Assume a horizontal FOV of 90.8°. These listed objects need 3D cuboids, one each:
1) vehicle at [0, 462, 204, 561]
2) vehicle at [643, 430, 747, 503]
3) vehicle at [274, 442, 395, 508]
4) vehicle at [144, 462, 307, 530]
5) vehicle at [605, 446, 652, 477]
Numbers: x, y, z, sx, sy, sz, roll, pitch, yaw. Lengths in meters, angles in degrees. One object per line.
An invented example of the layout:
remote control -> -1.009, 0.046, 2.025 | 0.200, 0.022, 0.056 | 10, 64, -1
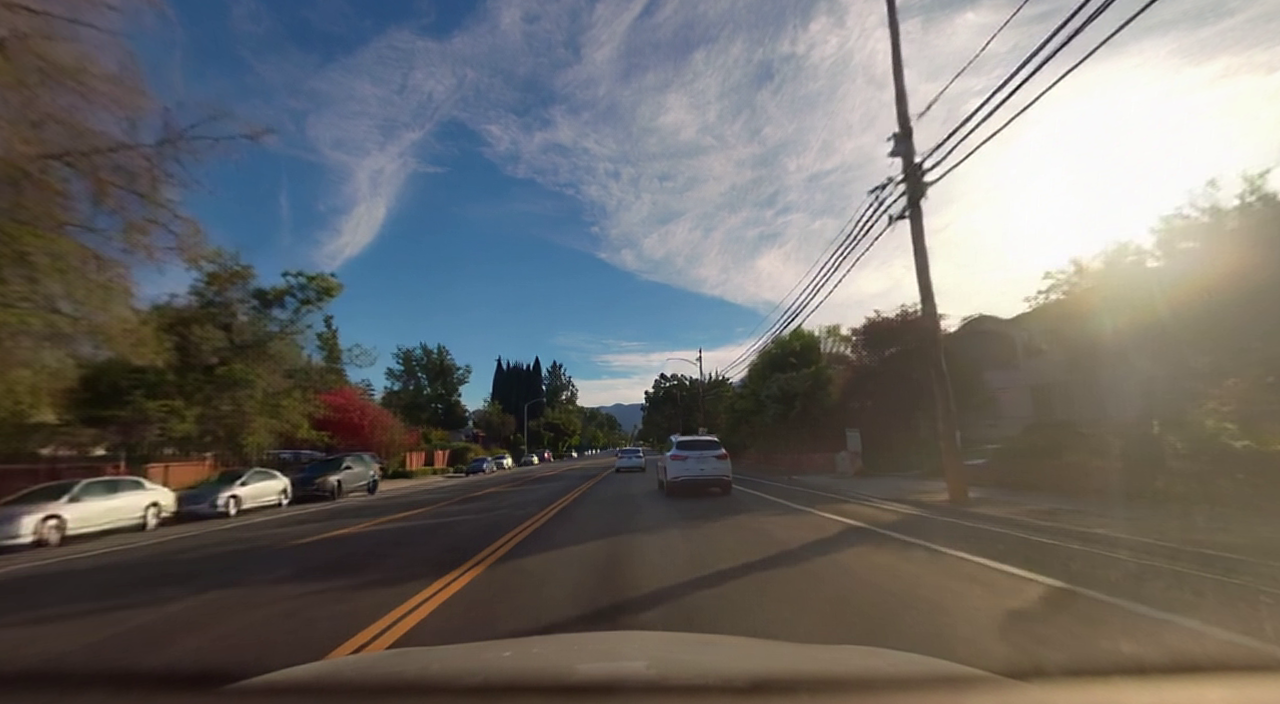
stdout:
vehicle -> -12.172, 3.429, 13.917 | 2.044, 1.534, 4.554 | -7, -8, -3
vehicle -> 1.344, 3.129, 17.725 | 2.200, 1.763, 4.676 | 0, -9, -4
vehicle -> -12.299, 4.920, 25.932 | 2.504, 2.031, 5.237 | -8, -7, -4
vehicle -> -12.219, 4.222, 19.087 | 1.897, 1.498, 4.628 | -4, -8, 0
vehicle -> -0.578, 5.456, 31.777 | 2.196, 1.449, 4.006 | 0, -8, -1
